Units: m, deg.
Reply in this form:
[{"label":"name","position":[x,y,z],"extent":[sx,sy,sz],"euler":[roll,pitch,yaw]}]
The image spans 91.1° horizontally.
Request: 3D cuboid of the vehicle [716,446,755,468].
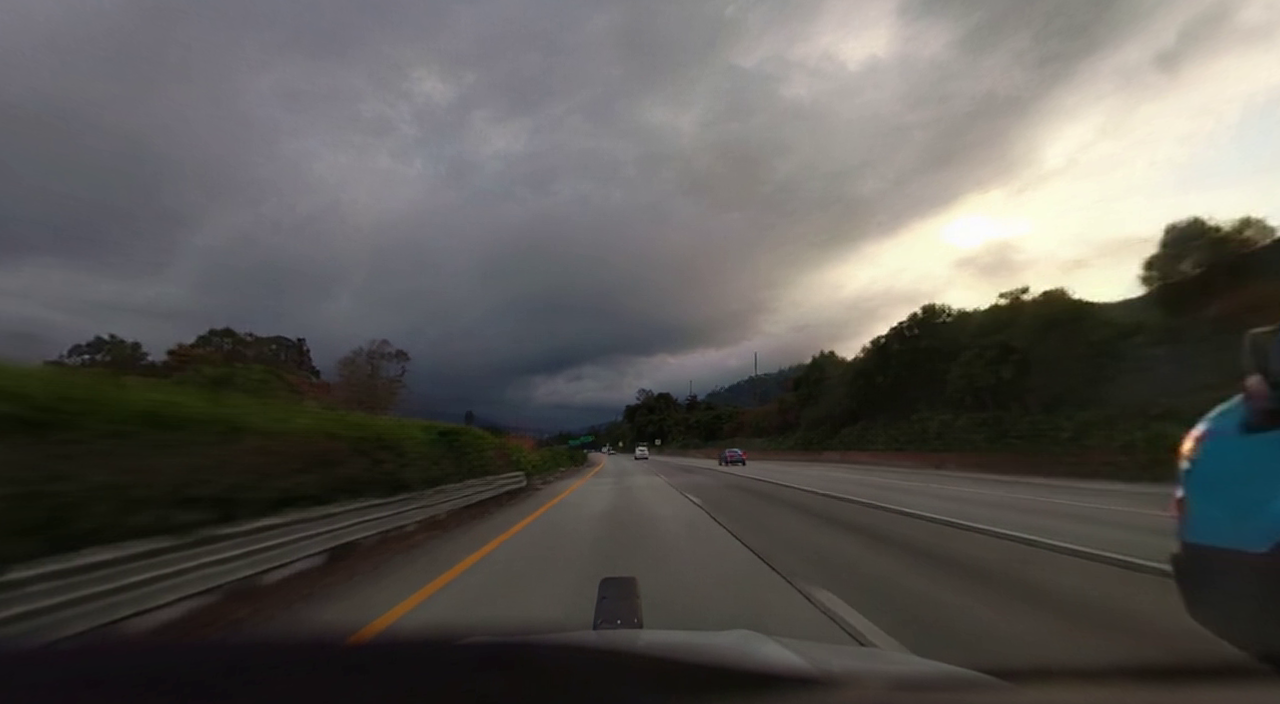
[{"label":"vehicle","position":[6.713,7.421,44.612],"extent":[1.942,1.462,3.926],"euler":[0,-9,-3]}]
